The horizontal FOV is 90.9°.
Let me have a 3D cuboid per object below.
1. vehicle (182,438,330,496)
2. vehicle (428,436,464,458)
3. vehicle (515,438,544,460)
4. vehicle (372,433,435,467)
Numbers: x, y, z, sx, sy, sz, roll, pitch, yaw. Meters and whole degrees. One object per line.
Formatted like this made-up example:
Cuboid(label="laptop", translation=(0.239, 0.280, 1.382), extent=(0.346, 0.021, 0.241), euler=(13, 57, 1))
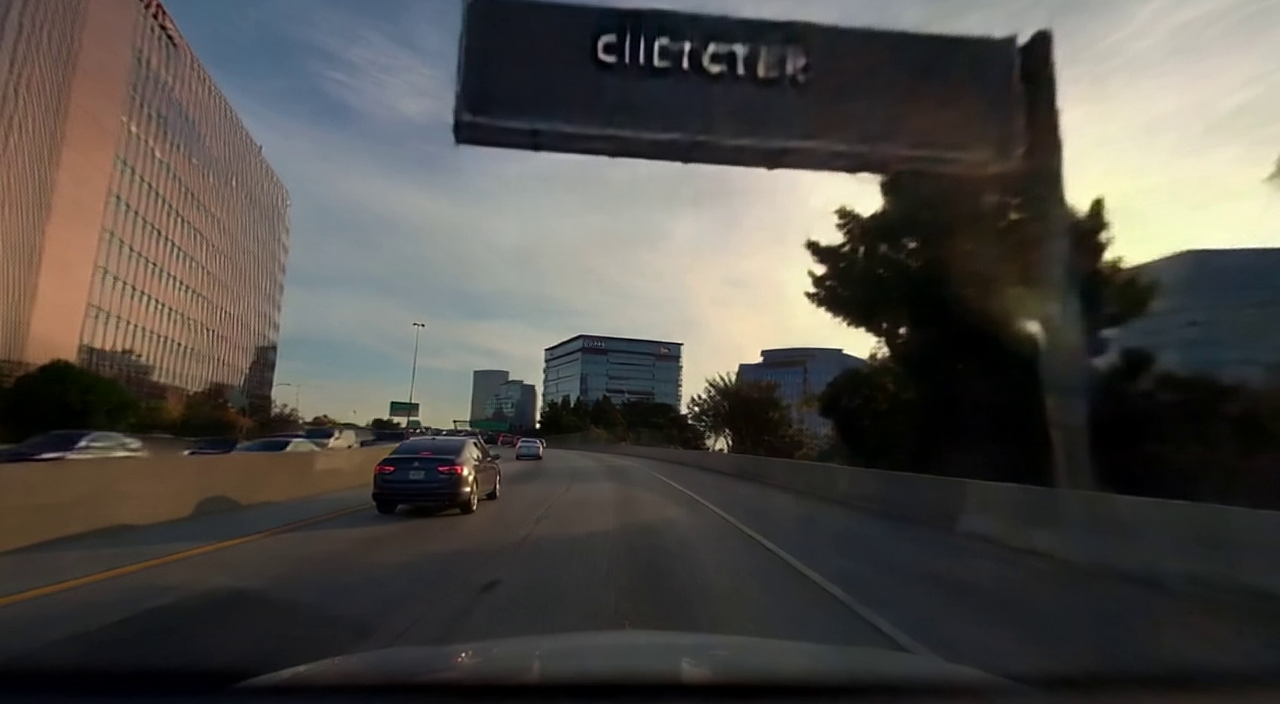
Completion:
Cuboid(label="vehicle", translation=(-10.931, 3.266, 18.350), extent=(1.902, 1.468, 4.103), euler=(0, -8, -4))
Cuboid(label="vehicle", translation=(-14.381, 7.106, 46.998), extent=(1.897, 1.538, 4.033), euler=(1, -9, -8))
Cuboid(label="vehicle", translation=(-7.933, 7.009, 45.522), extent=(1.885, 1.469, 4.211), euler=(1, -8, -8))
Cuboid(label="vehicle", translation=(-12.702, 5.280, 34.186), extent=(2.028, 1.675, 4.870), euler=(1, -8, -6))
